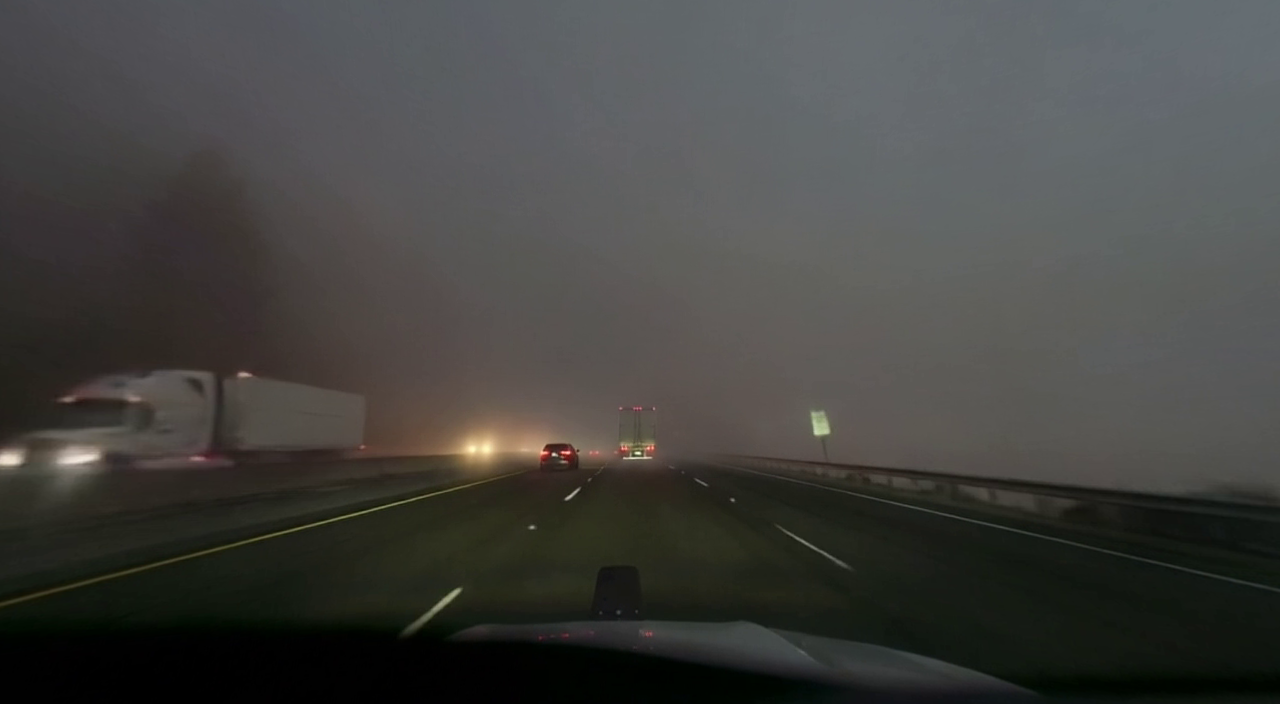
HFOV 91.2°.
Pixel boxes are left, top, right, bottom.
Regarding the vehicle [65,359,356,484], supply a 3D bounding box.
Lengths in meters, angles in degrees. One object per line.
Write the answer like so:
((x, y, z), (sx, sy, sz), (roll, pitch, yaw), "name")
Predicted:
((-17.269, 3.342, 27.625), (3.275, 4.097, 13.776), (0, -9, -1), "vehicle")

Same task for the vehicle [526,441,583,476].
((-3.939, 5.023, 29.687), (2.057, 1.519, 4.372), (0, -9, 0), "vehicle")

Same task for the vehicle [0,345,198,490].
((-17.143, 2.155, 20.067), (3.116, 4.225, 3.440), (0, -9, -1), "vehicle")
